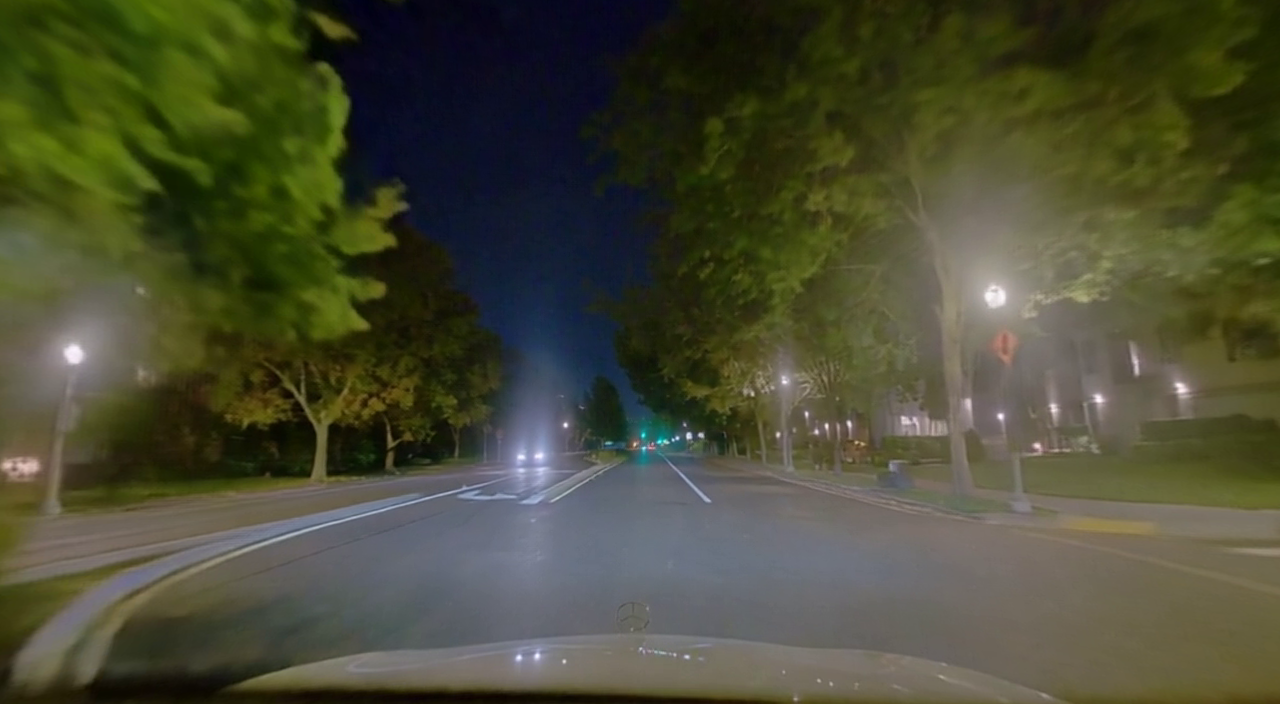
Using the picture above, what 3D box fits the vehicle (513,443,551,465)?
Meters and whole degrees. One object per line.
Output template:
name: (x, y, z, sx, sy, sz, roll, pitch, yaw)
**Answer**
vehicle: (-8.094, 7.637, 47.457, 2.044, 1.548, 4.284, 0, -8, 1)
